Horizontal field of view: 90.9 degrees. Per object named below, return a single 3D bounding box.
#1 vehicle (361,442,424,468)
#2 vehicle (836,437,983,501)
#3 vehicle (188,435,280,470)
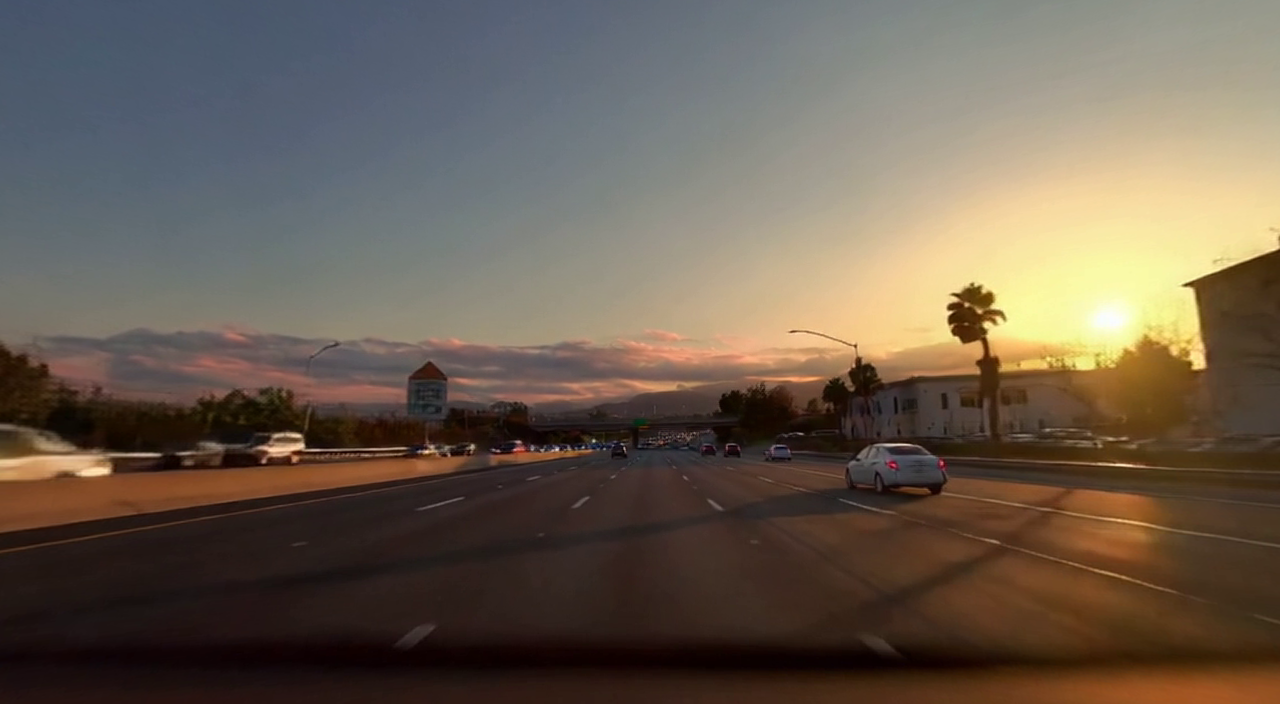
[{"bbox_3d":[-14.946,6.243,38.344,1.886,1.458,4.457,0,-8,2],"label":"vehicle"},{"bbox_3d":[7.295,3.206,17.740,2.071,1.543,4.702,0,-8,0],"label":"vehicle"},{"bbox_3d":[-21.465,5.341,33.597,1.894,1.719,4.407,0,-8,1],"label":"vehicle"}]
